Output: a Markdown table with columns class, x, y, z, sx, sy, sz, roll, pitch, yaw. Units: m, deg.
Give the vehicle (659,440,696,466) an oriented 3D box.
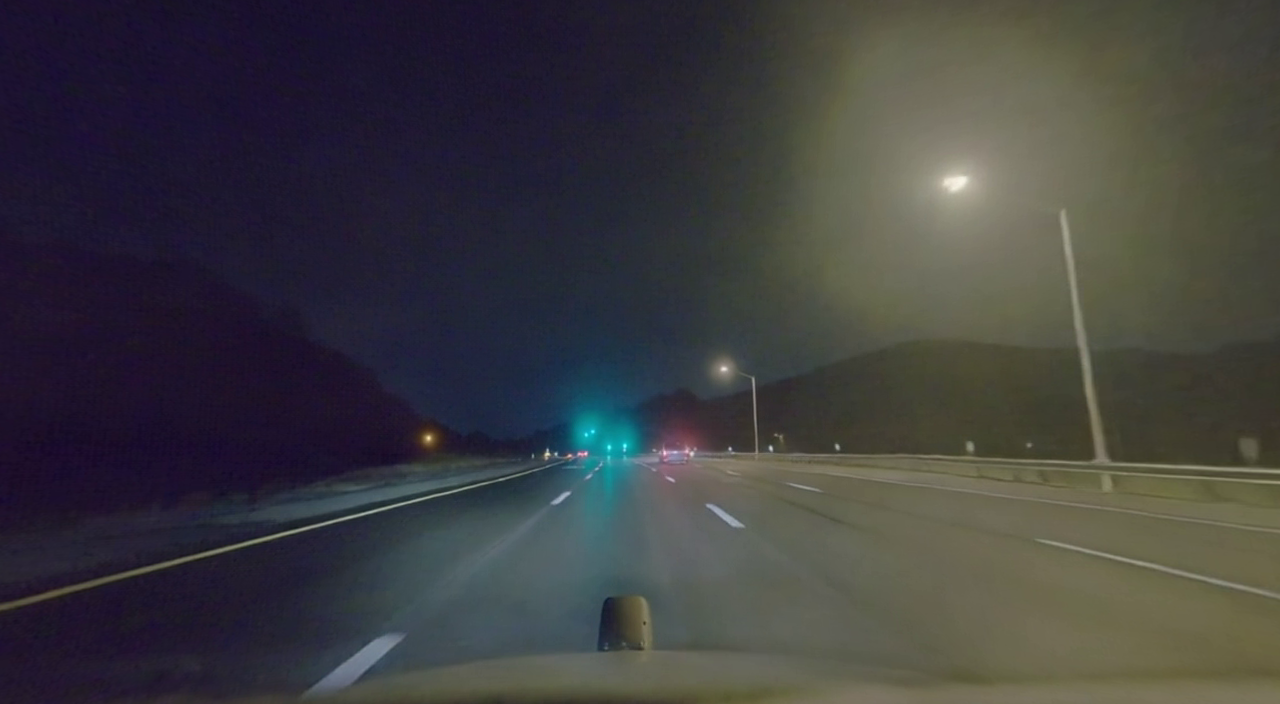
| class | x | y | z | sx | sy | sz | roll | pitch | yaw |
| --- | --- | --- | --- | --- | --- | --- | --- | --- | --- |
| vehicle | 2.739 | 7.567 | 47.269 | 2.233 | 1.861 | 4.494 | 0 | -8 | -4 |
